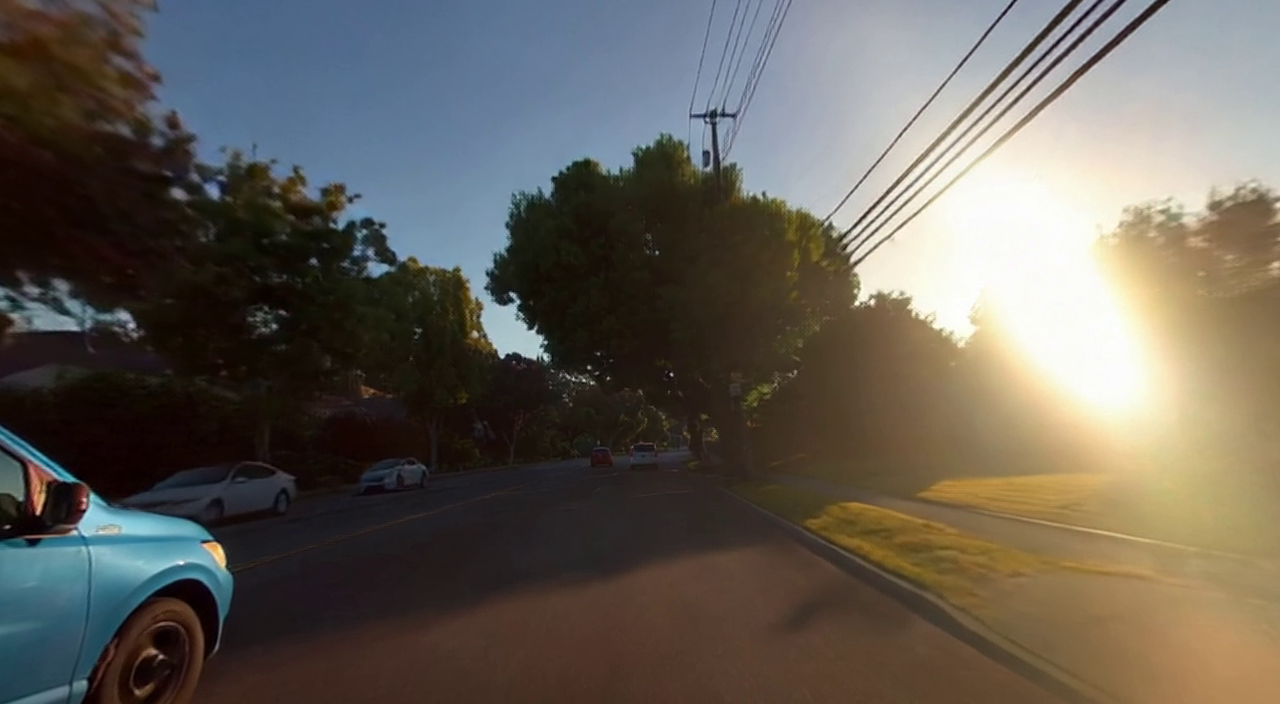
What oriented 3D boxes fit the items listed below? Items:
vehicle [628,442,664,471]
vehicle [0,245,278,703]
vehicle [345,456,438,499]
[{"bbox_3d":[0.393,6.544,39.603,2.120,1.718,3.909,0,-9,1],"label":"vehicle"},{"bbox_3d":[-3.541,0.499,1.024,2.336,2.152,5.866,0,-9,1],"label":"vehicle"},{"bbox_3d":[-9.991,5.065,25.761,2.005,1.471,4.330,-3,-9,1],"label":"vehicle"}]
